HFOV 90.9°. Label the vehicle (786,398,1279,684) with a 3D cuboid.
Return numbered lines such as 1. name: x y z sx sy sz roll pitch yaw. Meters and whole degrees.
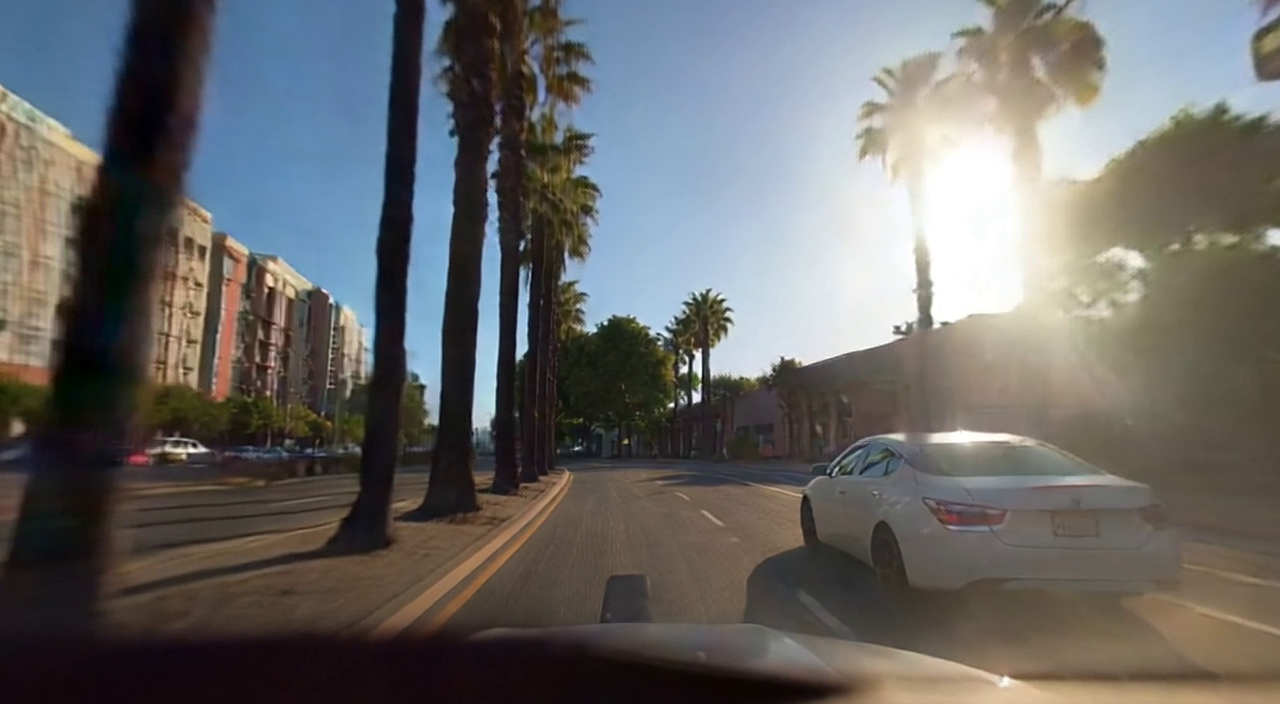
1. vehicle: 2.806 1.354 5.694 1.867 1.554 4.301 0 -8 -1
